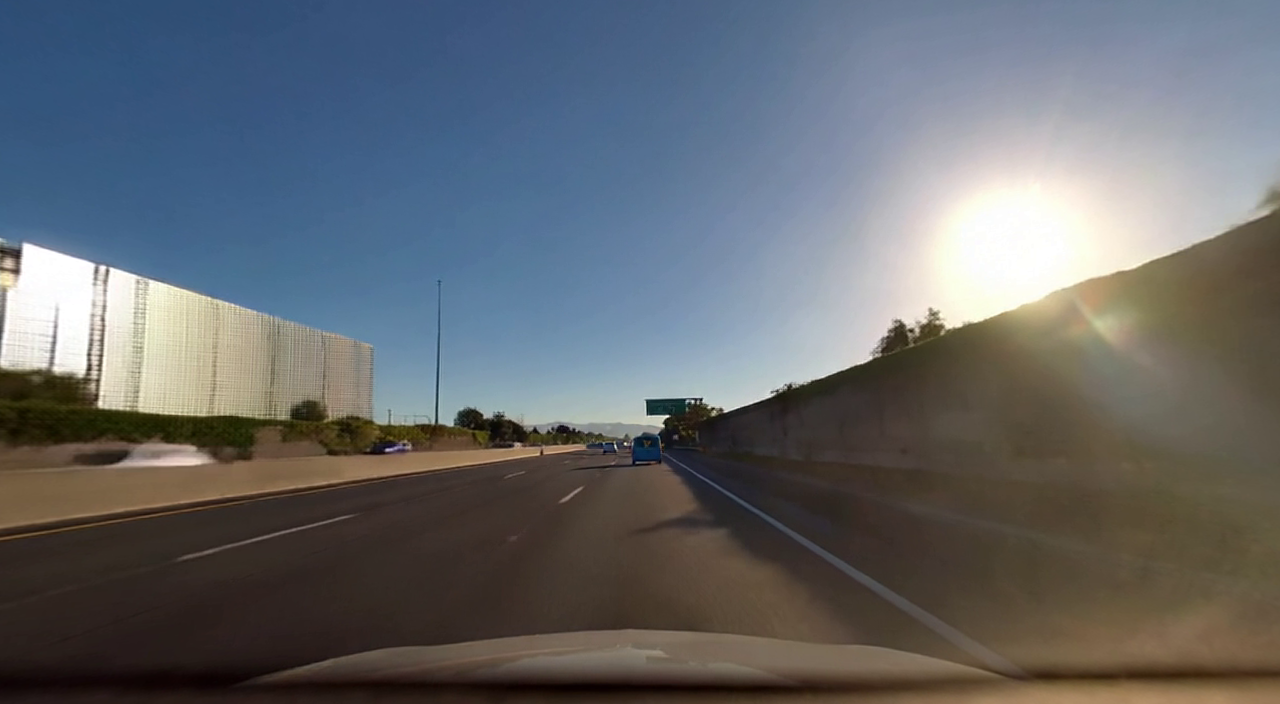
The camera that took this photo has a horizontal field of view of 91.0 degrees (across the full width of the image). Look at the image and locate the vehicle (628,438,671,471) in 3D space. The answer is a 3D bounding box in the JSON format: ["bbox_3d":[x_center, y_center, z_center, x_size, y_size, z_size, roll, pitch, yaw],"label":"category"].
[{"bbox_3d":[0.457,5.003,30.887,1.997,1.484,3.409,0,-8,1],"label":"vehicle"}]
